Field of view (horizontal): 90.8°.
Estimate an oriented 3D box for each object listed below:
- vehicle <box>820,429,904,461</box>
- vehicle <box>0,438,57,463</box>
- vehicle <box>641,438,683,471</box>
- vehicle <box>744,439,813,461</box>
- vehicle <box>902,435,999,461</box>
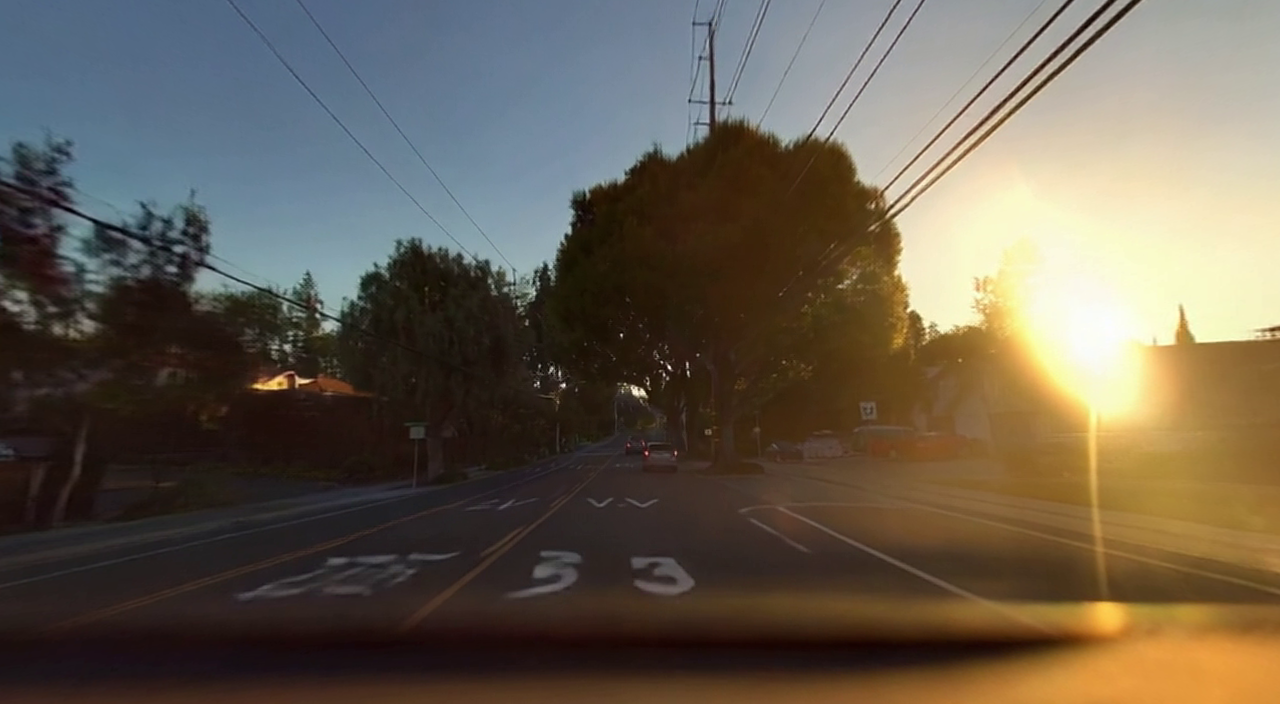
[{"bbox_3d":[14.686,6.183,41.966,4.635,2.026,2.258,1,-9,-11],"label":"vehicle"},{"bbox_3d":[-40.585,6.339,40.747,4.127,1.528,1.708,-1,-8,0],"label":"vehicle"},{"bbox_3d":[1.037,5.131,31.769,1.975,1.497,3.647,0,-9,0],"label":"vehicle"},{"bbox_3d":[9.894,7.043,45.387,4.511,1.473,1.962,1,-8,-2],"label":"vehicle"},{"bbox_3d":[19.260,5.990,39.334,4.869,1.477,2.076,-1,-9,2],"label":"vehicle"}]
